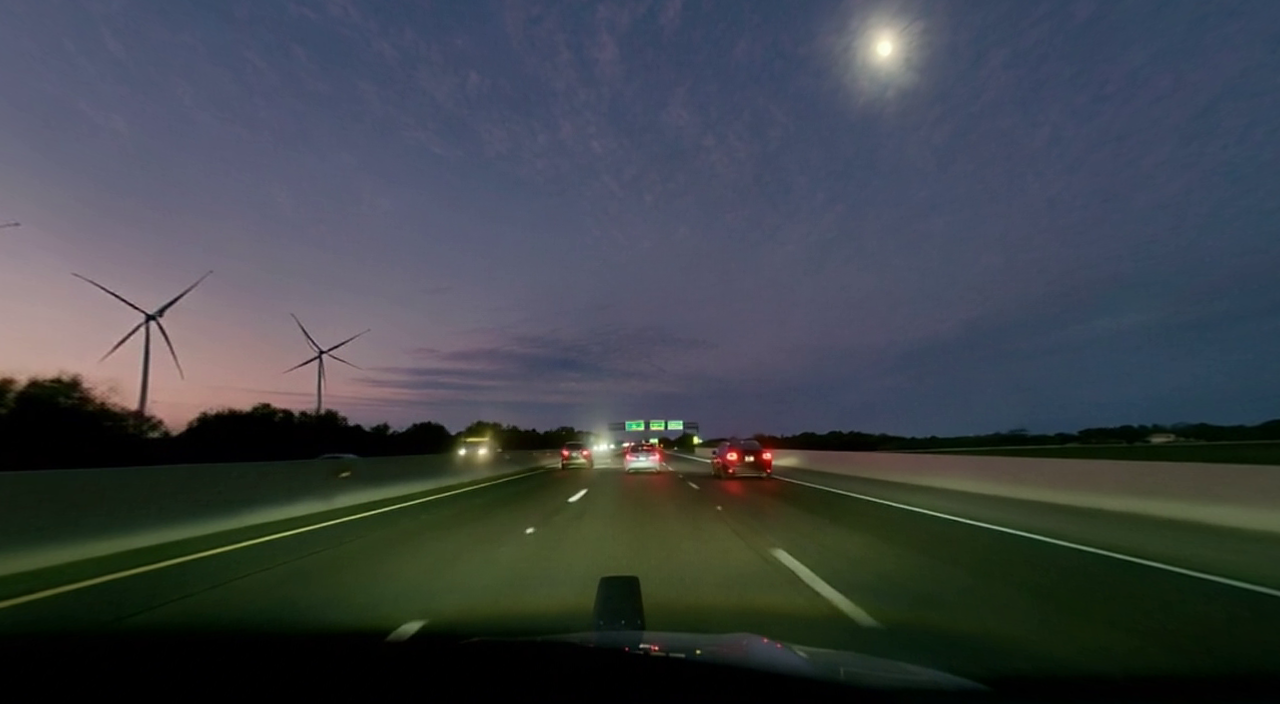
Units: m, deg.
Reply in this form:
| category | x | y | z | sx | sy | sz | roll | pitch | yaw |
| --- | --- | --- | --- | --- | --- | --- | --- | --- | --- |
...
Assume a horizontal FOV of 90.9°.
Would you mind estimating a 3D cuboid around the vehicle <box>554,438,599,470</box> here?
| category | x | y | z | sx | sy | sz | roll | pitch | yaw |
| --- | --- | --- | --- | --- | --- | --- | --- | --- | --- |
| vehicle | -3.757 | 6.188 | 38.225 | 2.131 | 1.784 | 4.635 | 0 | -9 | 1 |

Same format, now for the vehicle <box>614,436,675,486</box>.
| category | x | y | z | sx | sy | sz | roll | pitch | yaw |
| --- | --- | --- | --- | --- | --- | --- | --- | --- | --- |
| vehicle | 0.146 | 4.002 | 23.303 | 2.083 | 1.653 | 3.787 | 0 | -9 | 0 |

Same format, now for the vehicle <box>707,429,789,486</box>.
| category | x | y | z | sx | sy | sz | roll | pitch | yaw |
| --- | --- | --- | --- | --- | --- | --- | --- | --- | --- |
| vehicle | 3.824 | 3.863 | 23.309 | 2.104 | 1.861 | 4.956 | 0 | -9 | -1 |
